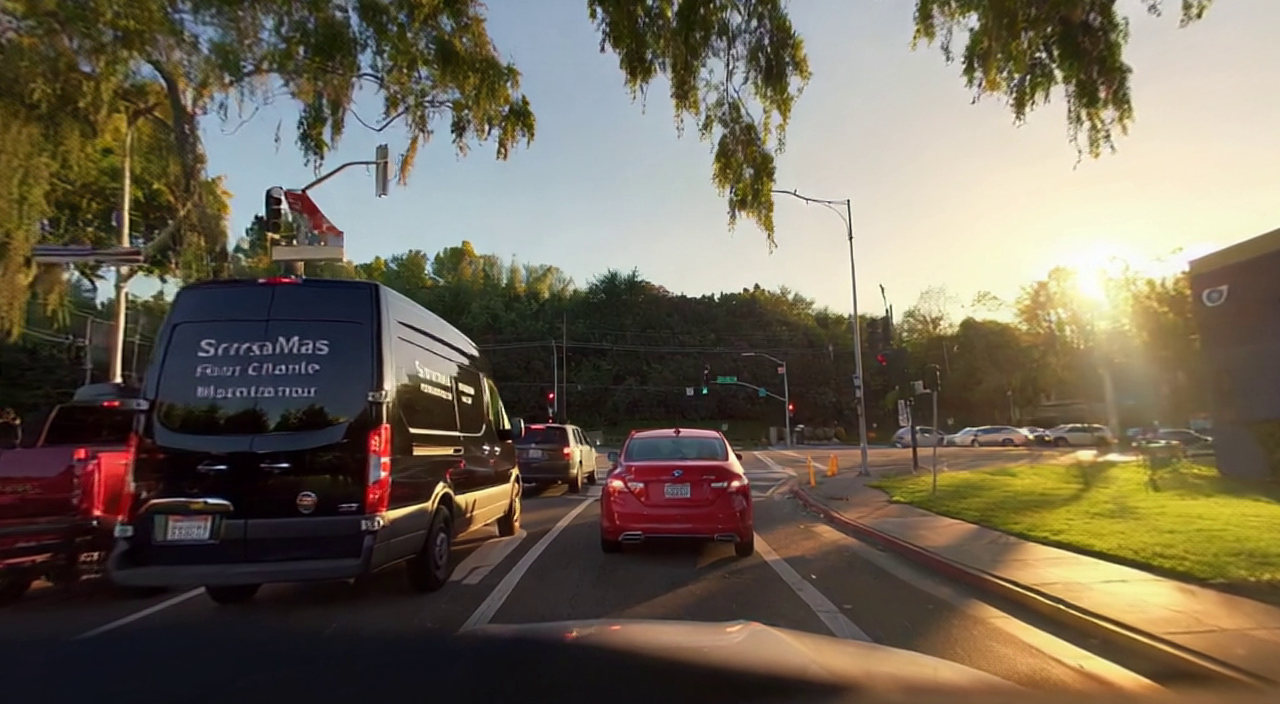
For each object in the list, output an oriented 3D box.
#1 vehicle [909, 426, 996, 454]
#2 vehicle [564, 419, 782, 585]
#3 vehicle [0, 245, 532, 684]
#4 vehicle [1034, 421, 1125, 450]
[{"bbox_3d":[21.981,6.200,44.293,5.021,1.848,2.210,1,-8,-9],"label":"vehicle"},{"bbox_3d":[0.572,1.955,9.123,2.398,1.773,4.254,-1,-8,6],"label":"vehicle"},{"bbox_3d":[-3.070,1.125,7.243,2.555,3.035,5.702,0,-8,1],"label":"vehicle"},{"bbox_3d":[32.037,6.093,45.950,5.084,2.041,2.360,1,-8,-9],"label":"vehicle"}]
